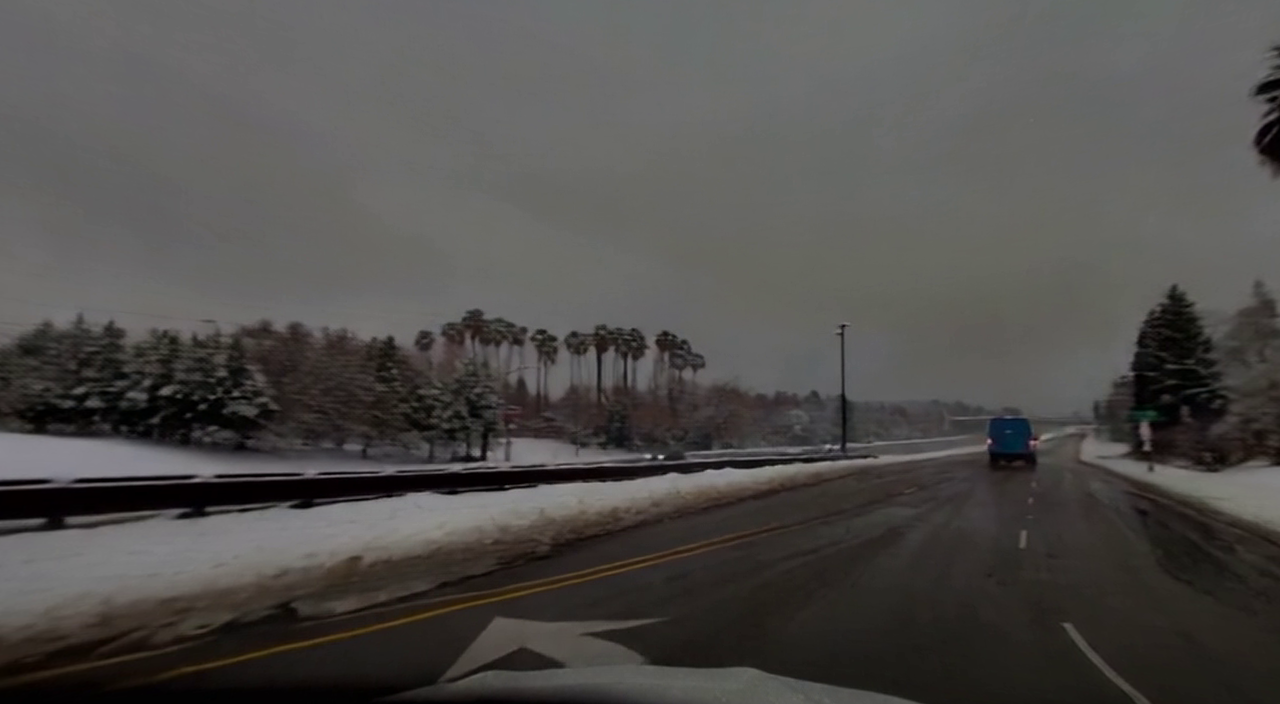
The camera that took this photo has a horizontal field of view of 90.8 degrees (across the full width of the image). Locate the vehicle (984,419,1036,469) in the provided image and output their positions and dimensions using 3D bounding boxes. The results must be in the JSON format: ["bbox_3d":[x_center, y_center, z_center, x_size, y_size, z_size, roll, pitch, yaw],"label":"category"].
[{"bbox_3d":[23.999,5.950,40.899,2.606,3.020,4.180,-5,-10,31],"label":"vehicle"}]
